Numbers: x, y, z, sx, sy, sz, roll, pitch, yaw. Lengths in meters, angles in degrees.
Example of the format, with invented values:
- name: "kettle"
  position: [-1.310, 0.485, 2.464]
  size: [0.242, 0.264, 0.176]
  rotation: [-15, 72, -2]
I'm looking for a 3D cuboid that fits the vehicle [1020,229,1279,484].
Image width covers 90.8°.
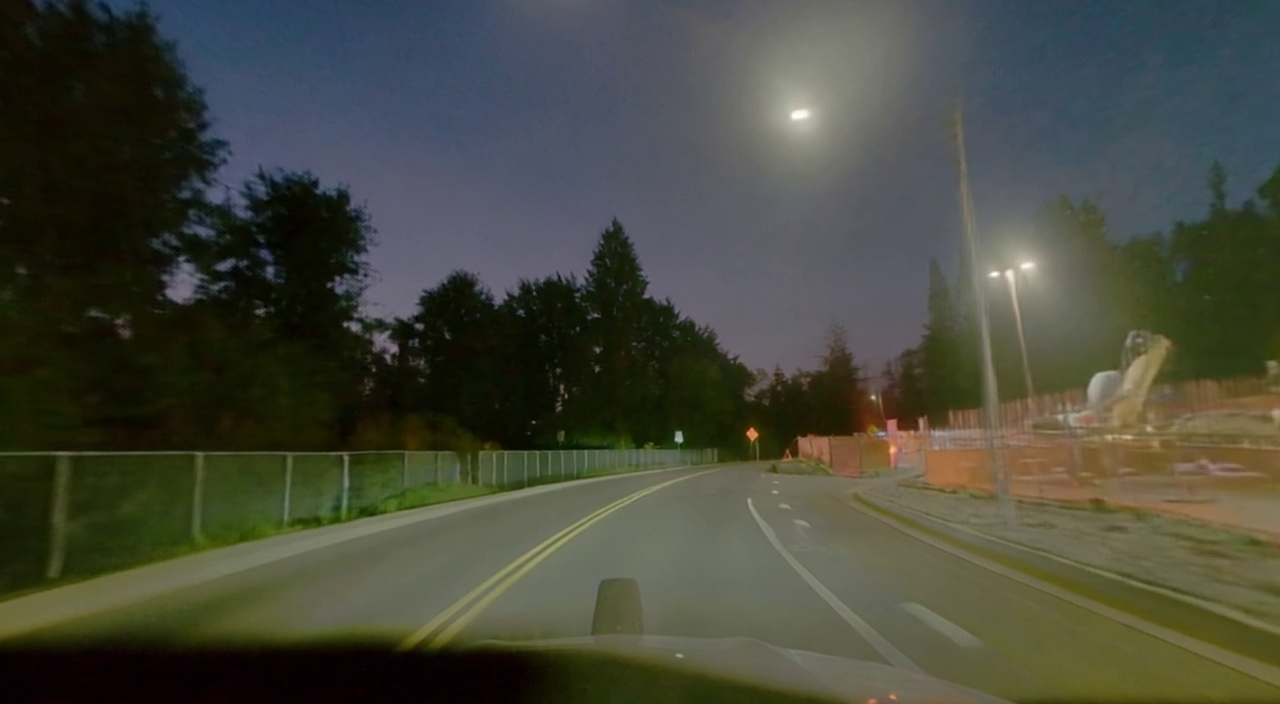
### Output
- name: "vehicle"
  position: [11.124, 0.391, 11.386]
  size: [2.984, 3.691, 10.409]
  rotation: [-1, -9, 6]
